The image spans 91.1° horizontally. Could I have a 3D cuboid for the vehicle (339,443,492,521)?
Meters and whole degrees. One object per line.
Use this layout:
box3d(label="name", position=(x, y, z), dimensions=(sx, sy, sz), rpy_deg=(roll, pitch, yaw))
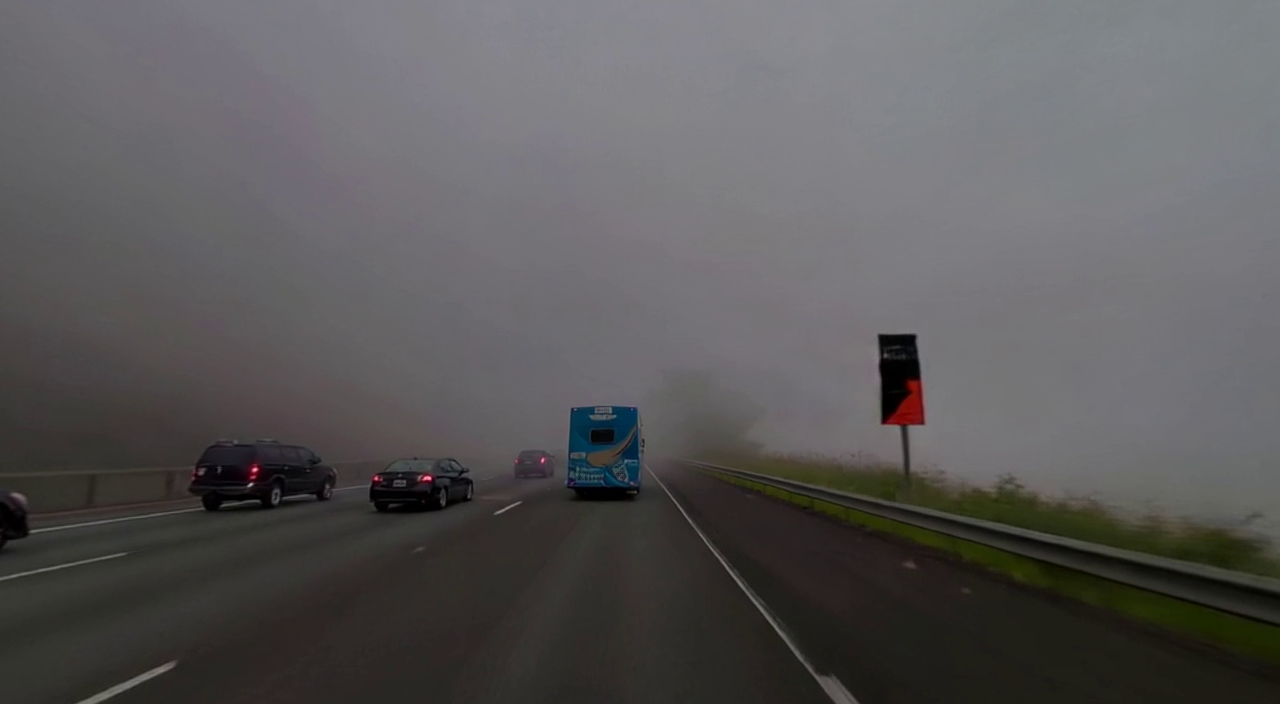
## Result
box3d(label="vehicle", position=(-4.716, 2.767, 13.917), dimensions=(1.876, 1.438, 4.072), rpy_deg=(0, -9, 0))

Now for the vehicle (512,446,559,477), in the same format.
box3d(label="vehicle", position=(-5.316, 5.628, 32.391), dimensions=(1.872, 1.480, 3.545), rpy_deg=(0, -9, -1))

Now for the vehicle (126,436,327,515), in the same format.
box3d(label="vehicle", position=(-9.726, 2.912, 15.327), dimensions=(2.010, 1.621, 4.252), rpy_deg=(0, -9, -1))

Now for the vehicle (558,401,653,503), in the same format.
box3d(label="vehicle", position=(-0.903, 2.952, 18.677), dimensions=(2.394, 2.556, 5.232), rpy_deg=(0, -9, -1))
